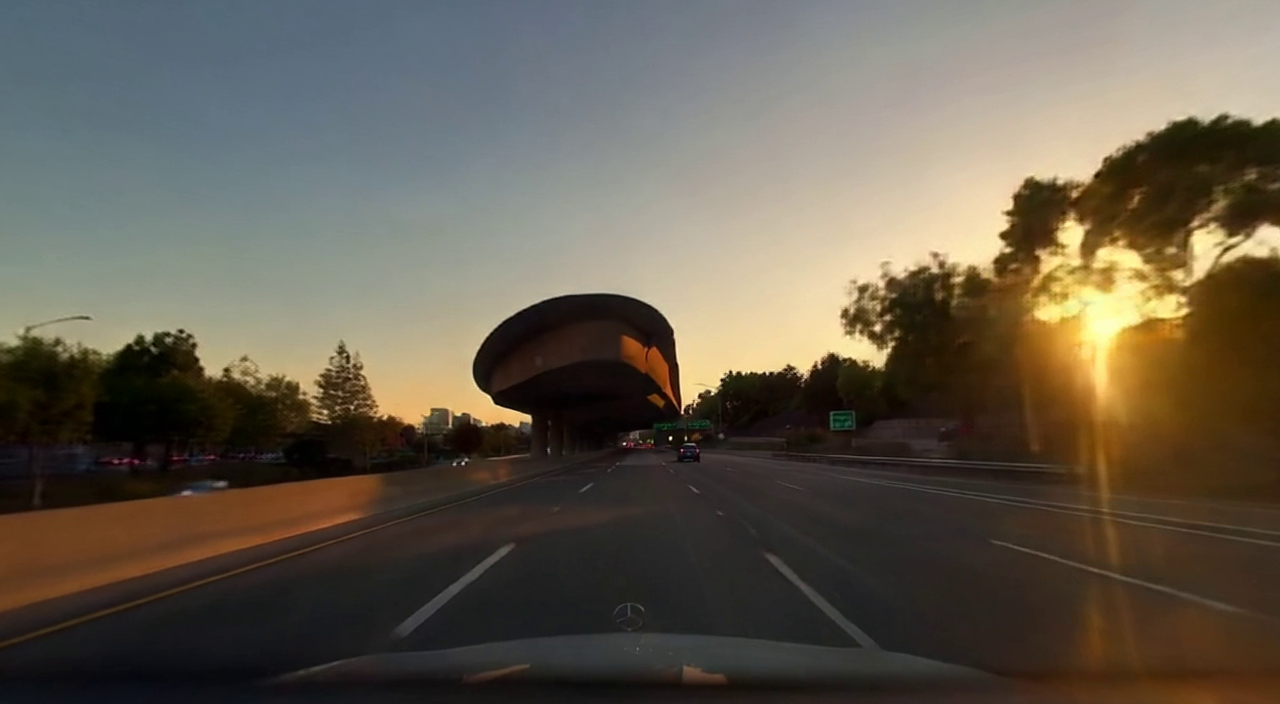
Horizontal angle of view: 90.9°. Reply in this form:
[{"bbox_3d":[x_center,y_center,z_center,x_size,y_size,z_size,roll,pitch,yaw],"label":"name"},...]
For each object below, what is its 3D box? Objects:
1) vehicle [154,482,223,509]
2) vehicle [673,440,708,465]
[{"bbox_3d":[-32.733,10.397,45.873,1.843,1.550,4.537,0,-8,-3],"label":"vehicle"},{"bbox_3d":[3.713,7.458,47.076,2.099,1.748,4.331,0,-8,-1],"label":"vehicle"}]
